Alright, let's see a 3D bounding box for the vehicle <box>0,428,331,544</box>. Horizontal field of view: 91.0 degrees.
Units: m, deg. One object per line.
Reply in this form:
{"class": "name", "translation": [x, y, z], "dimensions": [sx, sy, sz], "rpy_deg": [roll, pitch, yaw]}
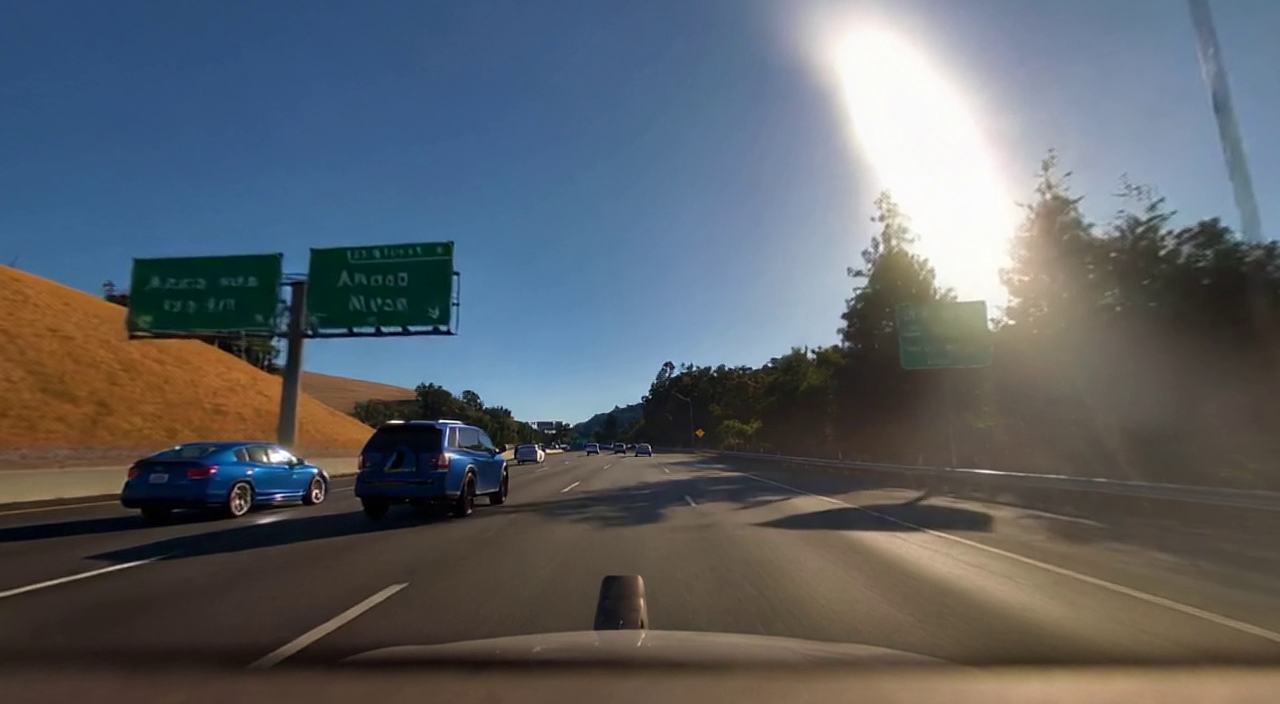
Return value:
{"class": "vehicle", "translation": [-7.604, 2.133, 10.789], "dimensions": [1.984, 1.508, 4.935], "rpy_deg": [0, -9, 2]}

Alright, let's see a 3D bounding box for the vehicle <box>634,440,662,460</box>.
{"class": "vehicle", "translation": [0.628, 7.756, 49.894], "dimensions": [2.125, 1.539, 4.356], "rpy_deg": [0, -9, 1]}

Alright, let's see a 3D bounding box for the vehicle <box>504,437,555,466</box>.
{"class": "vehicle", "translation": [-6.632, 6.031, 38.338], "dimensions": [2.069, 1.636, 4.483], "rpy_deg": [0, -9, 2]}

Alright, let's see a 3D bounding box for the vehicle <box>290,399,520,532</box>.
{"class": "vehicle", "translation": [-3.960, 2.050, 11.840], "dimensions": [2.219, 1.947, 4.924], "rpy_deg": [0, -9, 2]}
